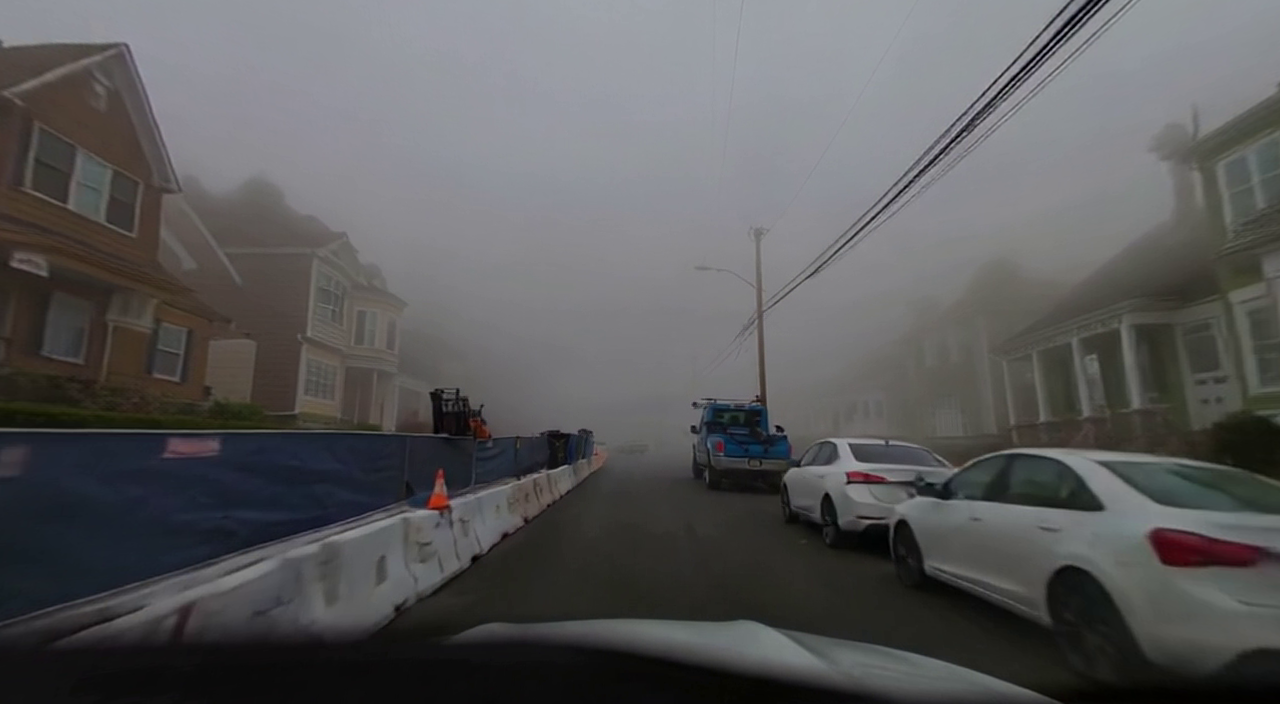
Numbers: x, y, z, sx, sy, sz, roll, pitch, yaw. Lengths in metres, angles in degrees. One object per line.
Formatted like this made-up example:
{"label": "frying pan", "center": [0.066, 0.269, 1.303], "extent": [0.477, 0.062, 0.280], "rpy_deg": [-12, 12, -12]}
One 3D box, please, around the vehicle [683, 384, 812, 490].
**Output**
{"label": "vehicle", "center": [3.059, 2.659, 19.835], "extent": [2.879, 2.801, 6.142], "rpy_deg": [0, -8, -1]}

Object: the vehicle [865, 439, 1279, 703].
{"label": "vehicle", "center": [3.364, 1.379, 4.652], "extent": [1.805, 1.436, 4.201], "rpy_deg": [0, -8, -1]}
